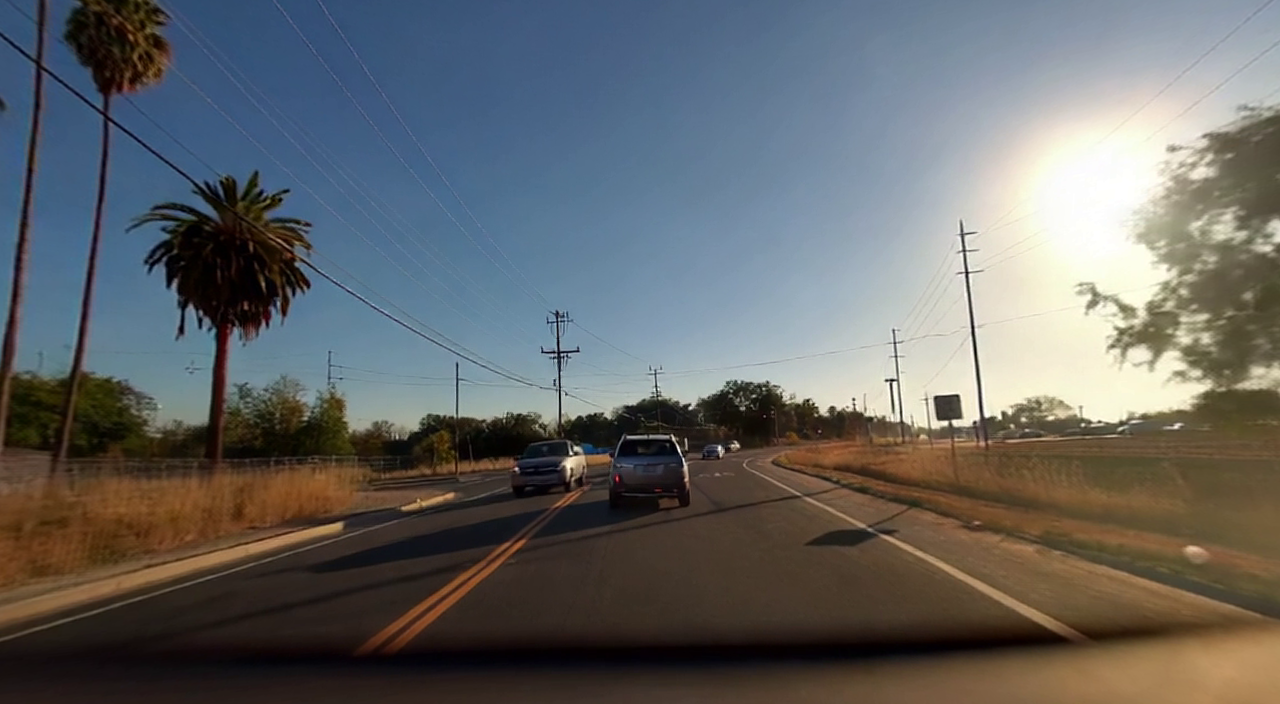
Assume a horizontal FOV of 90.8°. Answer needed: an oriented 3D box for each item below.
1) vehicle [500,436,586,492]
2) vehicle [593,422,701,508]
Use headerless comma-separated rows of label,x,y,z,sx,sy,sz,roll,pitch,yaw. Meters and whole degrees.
vehicle,-3.578,4.297,24.671,2.237,1.878,5.739,0,-9,2
vehicle,0.135,2.811,16.098,2.364,1.859,4.538,0,-9,0
